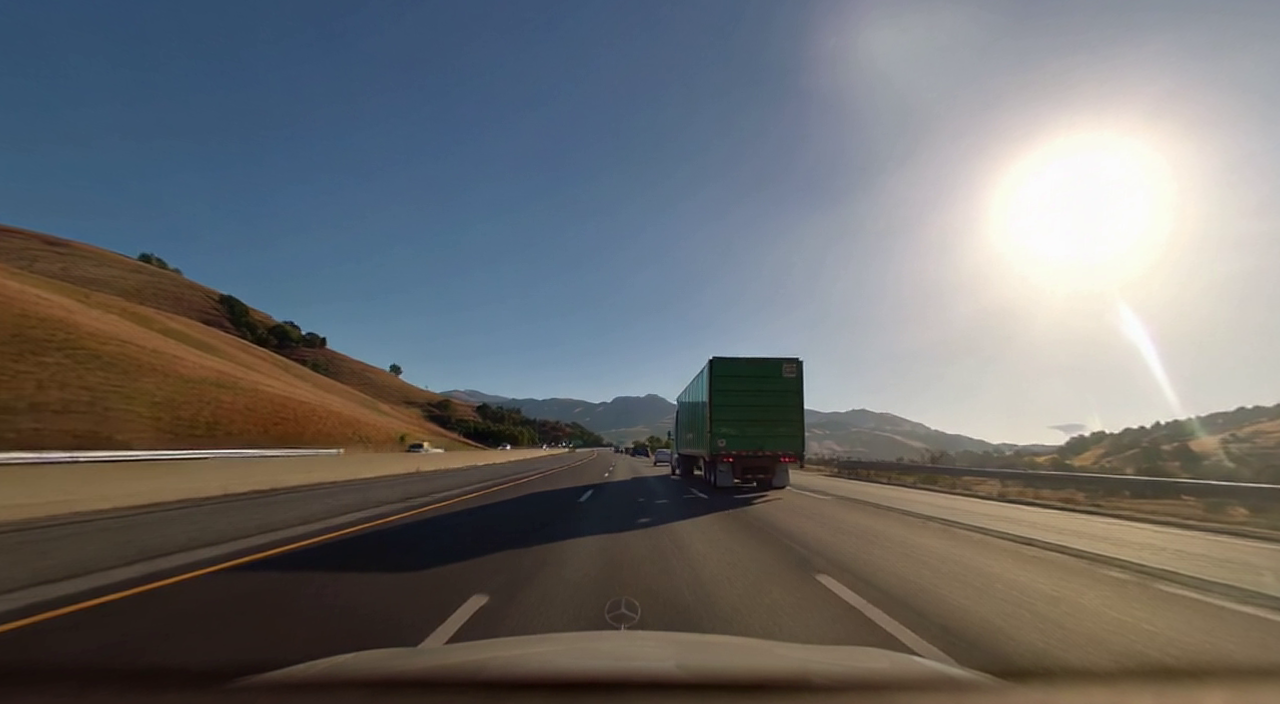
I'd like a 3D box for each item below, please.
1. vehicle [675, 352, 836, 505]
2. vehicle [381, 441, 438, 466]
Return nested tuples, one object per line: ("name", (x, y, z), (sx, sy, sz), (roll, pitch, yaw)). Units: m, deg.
("vehicle", (3.593, 3.329, 25.514), (3.462, 4.177, 16.311), (0, -9, 0))
("vehicle", (-15.341, 6.807, 42.316), (1.992, 1.520, 4.889), (0, -9, 0))
